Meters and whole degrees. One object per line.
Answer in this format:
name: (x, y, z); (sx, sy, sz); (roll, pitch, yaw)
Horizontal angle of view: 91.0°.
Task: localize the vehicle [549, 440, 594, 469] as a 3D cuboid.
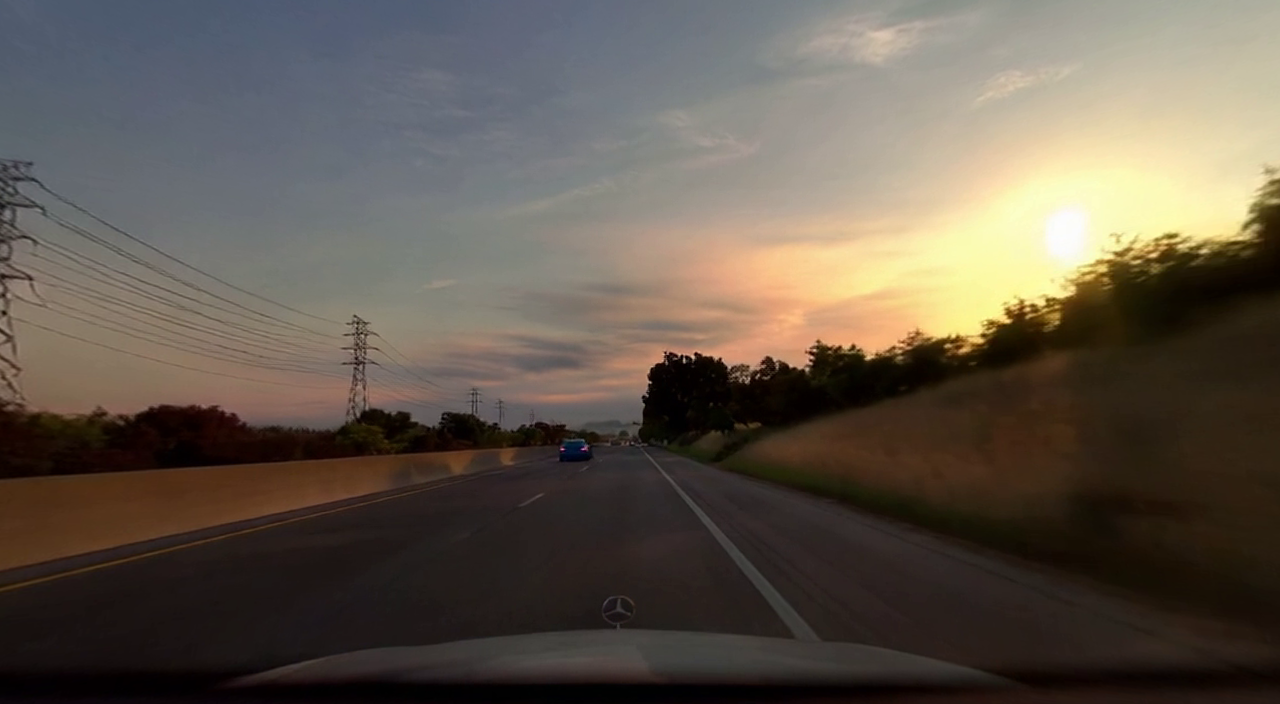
vehicle: (-3.966, 5.995, 37.185); (2.158, 1.604, 4.679); (0, -8, 0)
